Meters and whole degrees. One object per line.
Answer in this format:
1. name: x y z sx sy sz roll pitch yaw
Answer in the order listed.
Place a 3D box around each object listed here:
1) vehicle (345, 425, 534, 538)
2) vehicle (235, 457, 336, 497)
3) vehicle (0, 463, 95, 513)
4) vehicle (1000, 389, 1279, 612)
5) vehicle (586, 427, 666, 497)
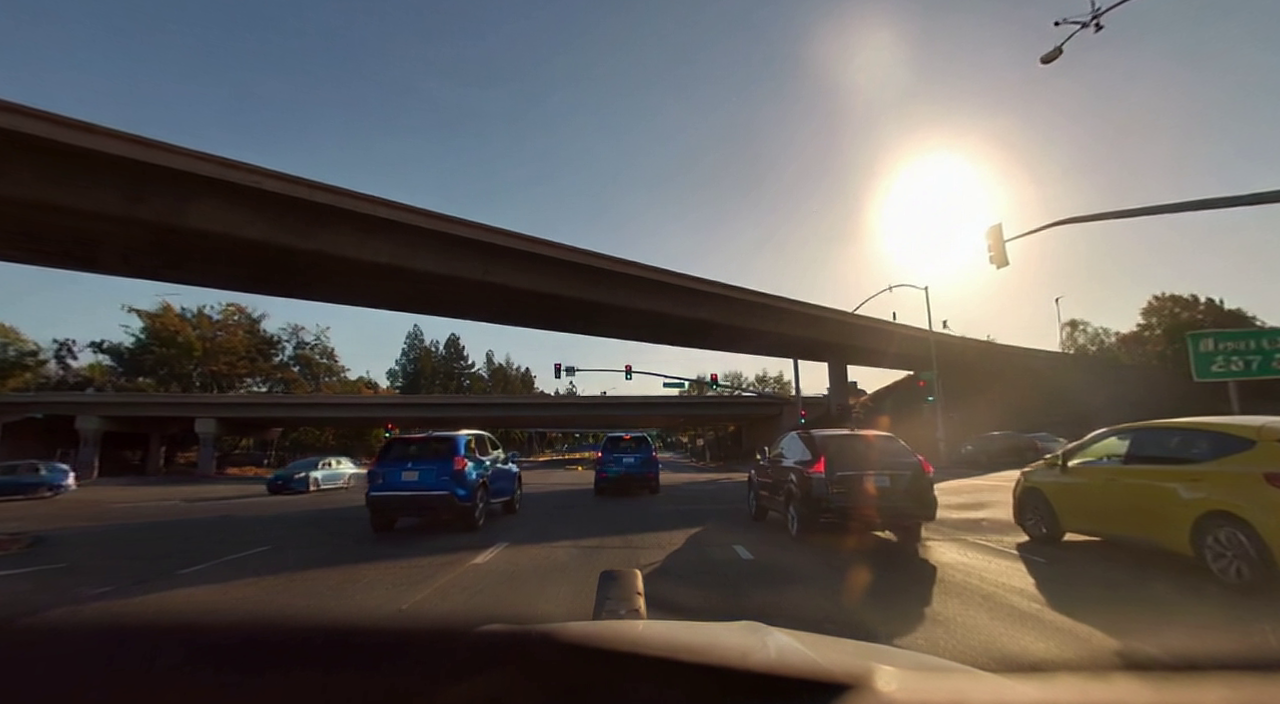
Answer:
1. vehicle: -3.587 2.411 12.435 2.060 1.768 4.681 -1 -8 2
2. vehicle: -15.775 5.556 28.444 1.859 1.542 4.657 0 -8 -1
3. vehicle: -22.914 4.899 22.780 2.044 1.584 5.067 0 -8 -1
4. vehicle: 6.232 1.456 6.838 2.074 1.785 4.320 0 -8 0
5. vehicle: -0.470 3.588 21.007 2.342 2.026 4.642 0 -8 -1
